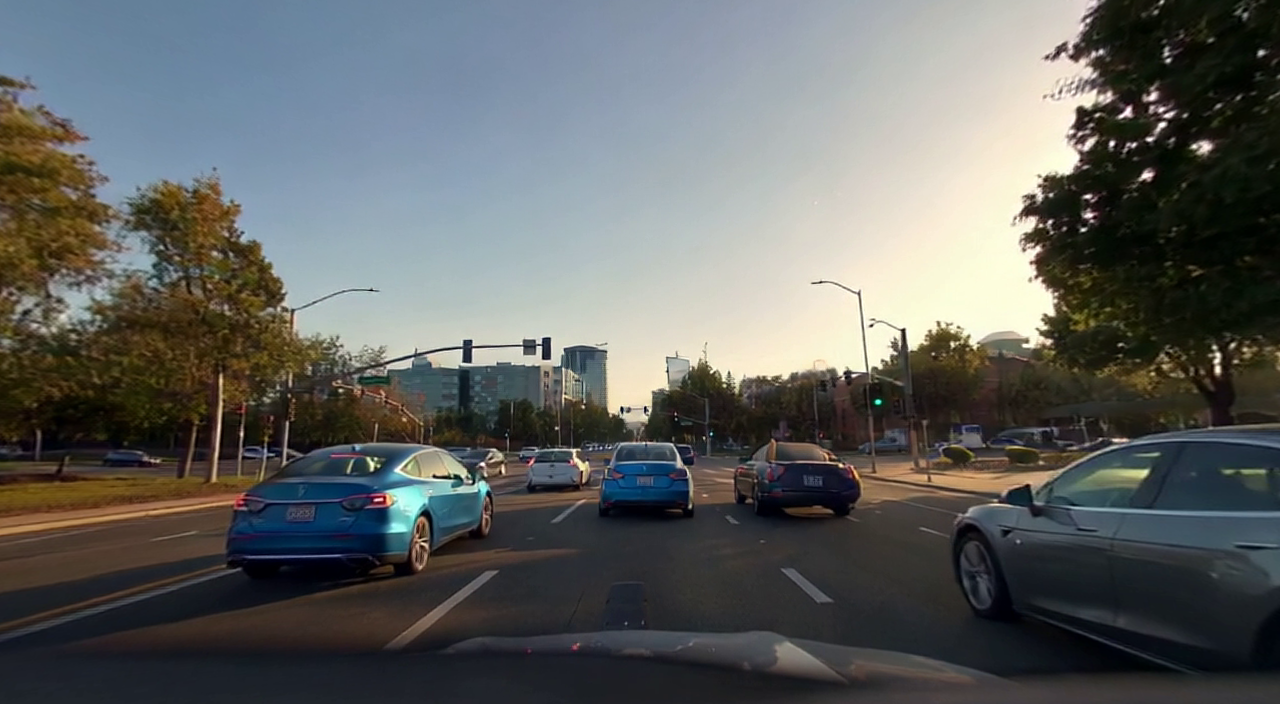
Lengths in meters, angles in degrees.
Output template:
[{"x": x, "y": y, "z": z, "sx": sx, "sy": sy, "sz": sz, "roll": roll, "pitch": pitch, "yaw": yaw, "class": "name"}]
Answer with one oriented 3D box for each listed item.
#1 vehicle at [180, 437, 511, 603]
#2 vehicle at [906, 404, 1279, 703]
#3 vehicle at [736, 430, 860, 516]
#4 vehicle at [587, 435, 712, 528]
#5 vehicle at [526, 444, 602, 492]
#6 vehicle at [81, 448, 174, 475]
[{"x": -3.137, "y": 1.860, "z": 7.983, "sx": 2.015, "sy": 1.478, "sz": 4.407, "roll": 0, "pitch": -9, "yaw": 1, "class": "vehicle"}, {"x": 3.337, "y": 1.086, "z": 3.193, "sx": 1.951, "sy": 1.522, "sz": 4.614, "roll": 0, "pitch": -9, "yaw": 0, "class": "vehicle"}, {"x": 3.556, "y": 2.791, "z": 15.014, "sx": 1.938, "sy": 1.732, "sz": 4.006, "roll": 0, "pitch": -9, "yaw": 0, "class": "vehicle"}, {"x": 0.148, "y": 2.559, "z": 13.034, "sx": 2.144, "sy": 1.563, "sz": 4.218, "roll": 0, "pitch": -9, "yaw": 0, "class": "vehicle"}, {"x": -2.633, "y": 4.120, "z": 22.785, "sx": 2.089, "sy": 1.537, "sz": 4.073, "roll": -1, "pitch": -9, "yaw": 2, "class": "vehicle"}, {"x": -38.557, "y": 8.235, "z": 47.533, "sx": 5.268, "sy": 1.770, "sz": 2.107, "roll": -3, "pitch": -9, "yaw": 2, "class": "vehicle"}]
